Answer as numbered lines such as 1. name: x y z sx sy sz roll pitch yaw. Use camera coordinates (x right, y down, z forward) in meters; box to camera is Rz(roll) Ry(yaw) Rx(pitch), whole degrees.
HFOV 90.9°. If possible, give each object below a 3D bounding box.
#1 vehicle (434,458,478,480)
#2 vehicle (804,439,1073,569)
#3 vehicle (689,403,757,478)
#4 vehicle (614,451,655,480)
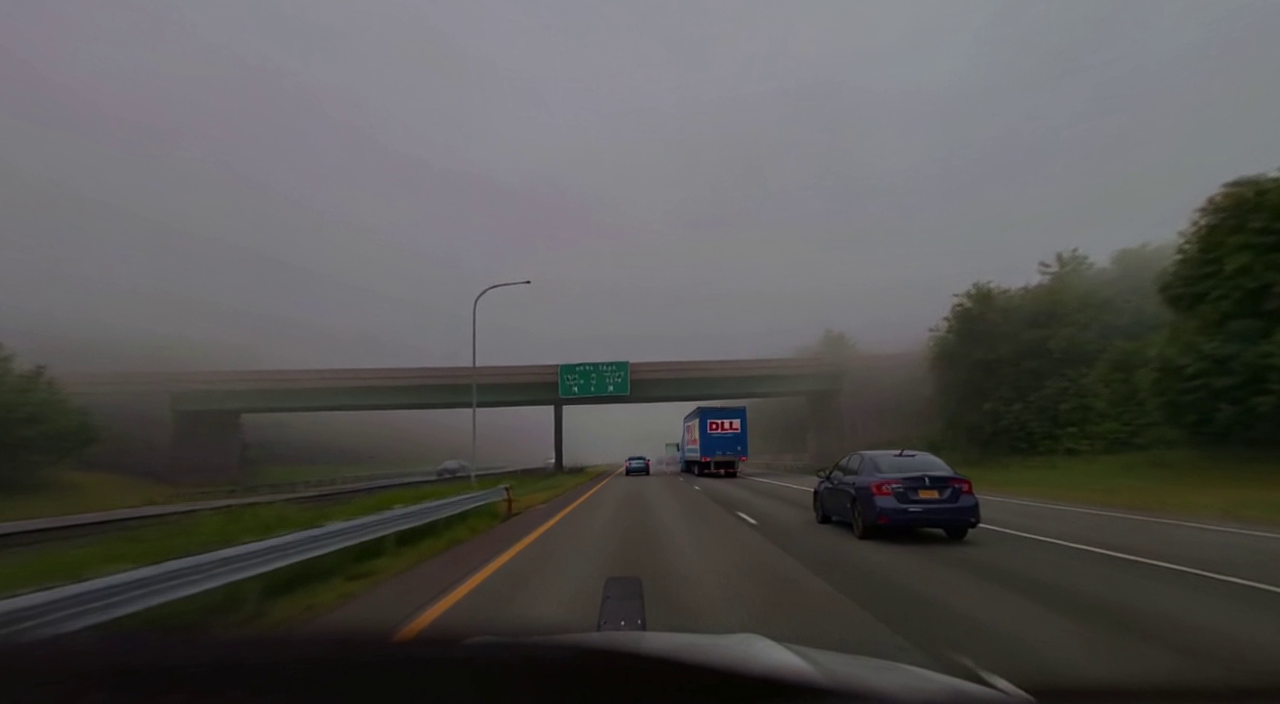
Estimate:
1. vehicle: -13.669 8.718 47.043 1.831 1.464 4.303 -1 -9 2
2. vehicle: 3.967 2.069 9.351 1.894 1.452 4.164 0 -9 -1
3. vehicle: 4.822 5.417 38.260 2.838 3.985 8.010 0 -9 -1
4. vehicle: -0.309 6.031 33.762 2.055 1.445 3.661 0 -9 0
